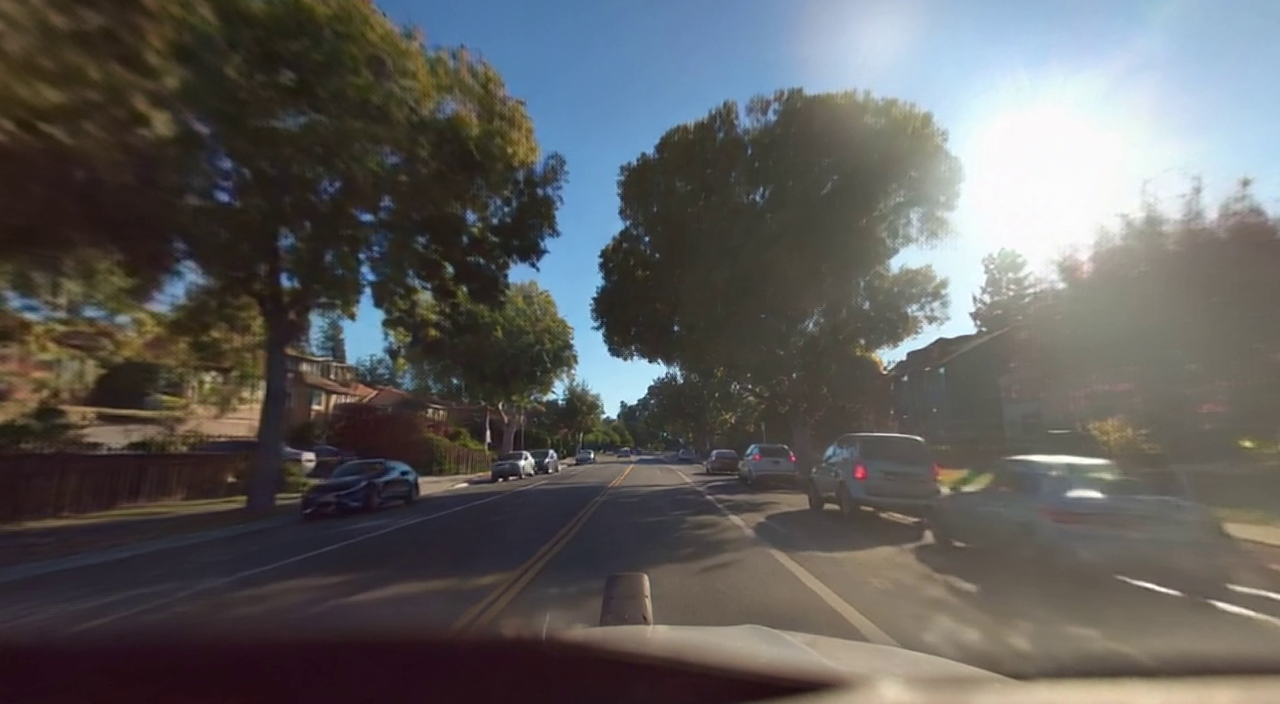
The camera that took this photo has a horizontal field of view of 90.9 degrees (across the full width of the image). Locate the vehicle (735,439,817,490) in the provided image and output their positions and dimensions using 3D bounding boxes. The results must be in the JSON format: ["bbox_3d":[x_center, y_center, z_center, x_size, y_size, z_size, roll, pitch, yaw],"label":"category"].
[{"bbox_3d":[5.042,4.237,24.117,2.137,1.747,4.797,0,-8,1],"label":"vehicle"}]

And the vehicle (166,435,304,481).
[{"bbox_3d":[-18.071,4.704,28.235,4.886,1.936,2.108,-1,-8,8],"label":"vehicle"}]

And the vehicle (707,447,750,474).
[{"bbox_3d":[5.155,6.395,37.386,2.048,1.469,4.673,0,-8,2],"label":"vehicle"}]

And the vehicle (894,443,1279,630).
[{"bbox_3d":[4.699,1.788,7.248,1.704,1.445,4.492,0,-8,0],"label":"vehicle"}]

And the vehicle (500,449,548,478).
[{"bbox_3d":[-6.932,6.709,38.180,1.971,1.479,4.307,-1,-8,2],"label":"vehicle"}]

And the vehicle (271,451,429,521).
[{"bbox_3d":[-7.211,3.348,16.314,1.903,1.463,4.526,-1,-8,1],"label":"vehicle"}]

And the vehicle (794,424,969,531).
[{"bbox_3d":[4.741,2.504,13.241,2.089,1.831,4.492,-1,-8,3],"label":"vehicle"}]

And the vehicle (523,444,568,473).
[{"bbox_3d":[-6.504,7.401,44.018,2.218,1.807,5.032,-2,-8,2],"label":"vehicle"}]
